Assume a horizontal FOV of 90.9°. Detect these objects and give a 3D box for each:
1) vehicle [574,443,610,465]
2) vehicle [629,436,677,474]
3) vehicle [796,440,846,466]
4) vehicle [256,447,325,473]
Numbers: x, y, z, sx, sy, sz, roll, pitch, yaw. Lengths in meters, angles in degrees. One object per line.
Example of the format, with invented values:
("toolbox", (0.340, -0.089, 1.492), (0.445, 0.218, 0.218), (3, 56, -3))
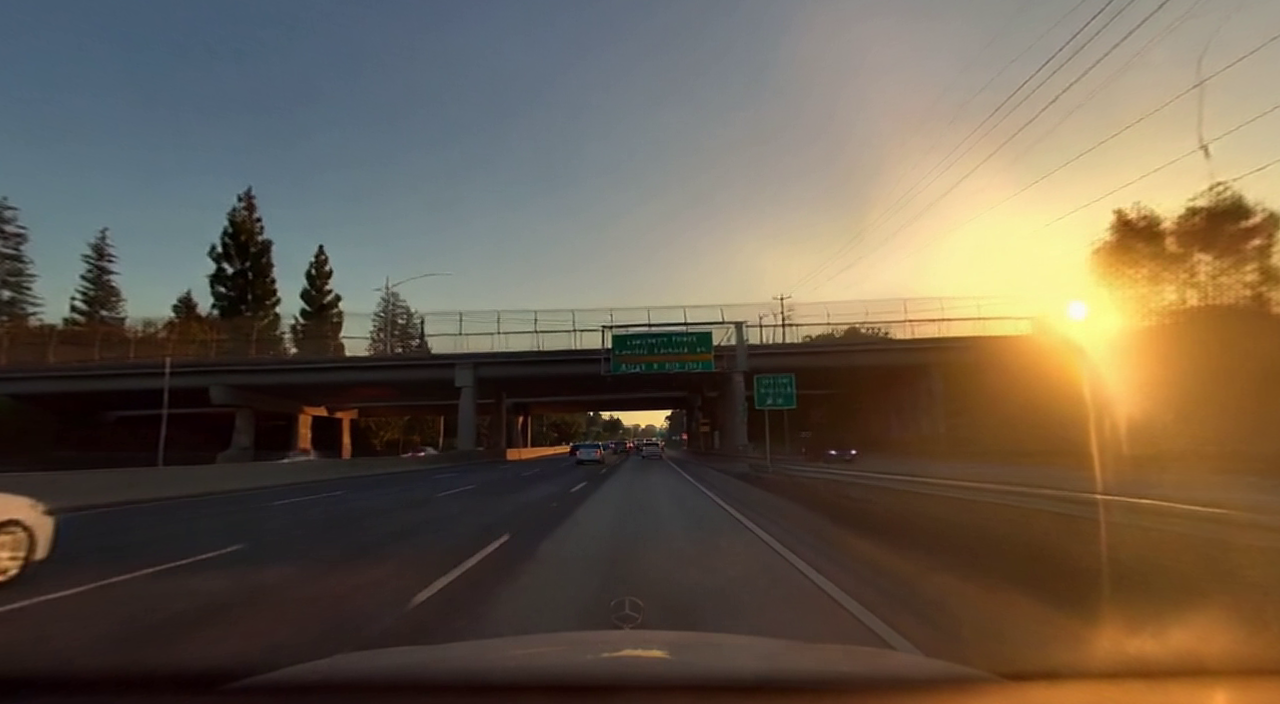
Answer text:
("vehicle", (-3.235, 6.985, 43.366), (2.056, 1.464, 4.564), (0, -8, 1))
("vehicle", (0.592, 4.910, 30.290), (2.152, 1.697, 4.066), (0, -8, 0))
("vehicle", (12.530, 6.982, 43.895), (2.009, 1.675, 4.196), (1, -8, -3))
("vehicle", (-22.195, 6.873, 40.277), (1.892, 1.531, 4.346), (0, -8, 1))
